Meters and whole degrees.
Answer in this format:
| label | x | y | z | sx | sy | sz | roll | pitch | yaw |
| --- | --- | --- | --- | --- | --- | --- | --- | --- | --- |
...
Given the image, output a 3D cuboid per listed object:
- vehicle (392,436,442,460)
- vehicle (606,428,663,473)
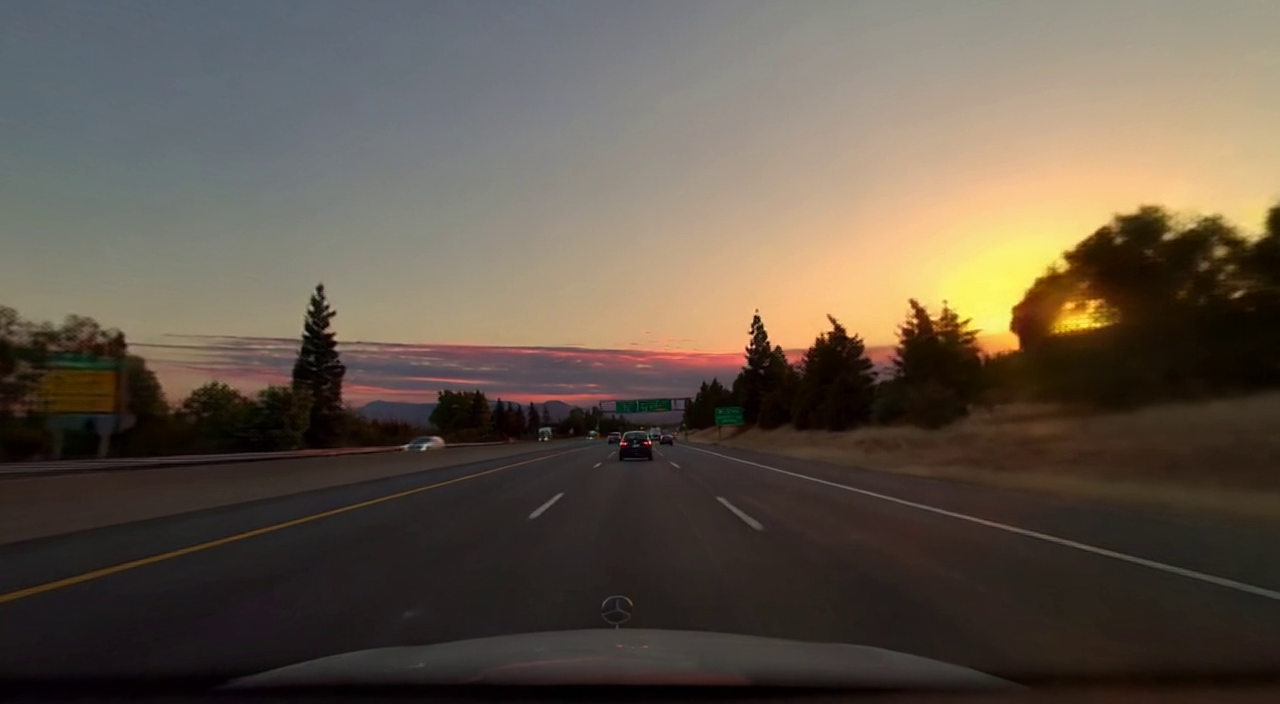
| label | x | y | z | sx | sy | sz | roll | pitch | yaw |
| --- | --- | --- | --- | --- | --- | --- | --- | --- | --- |
| vehicle | -15.914 | 6.858 | 45.302 | 1.992 | 1.625 | 4.290 | 0 | -8 | 0 |
| vehicle | -0.226 | 3.826 | 24.771 | 2.094 | 1.600 | 3.666 | 0 | -8 | -1 |
